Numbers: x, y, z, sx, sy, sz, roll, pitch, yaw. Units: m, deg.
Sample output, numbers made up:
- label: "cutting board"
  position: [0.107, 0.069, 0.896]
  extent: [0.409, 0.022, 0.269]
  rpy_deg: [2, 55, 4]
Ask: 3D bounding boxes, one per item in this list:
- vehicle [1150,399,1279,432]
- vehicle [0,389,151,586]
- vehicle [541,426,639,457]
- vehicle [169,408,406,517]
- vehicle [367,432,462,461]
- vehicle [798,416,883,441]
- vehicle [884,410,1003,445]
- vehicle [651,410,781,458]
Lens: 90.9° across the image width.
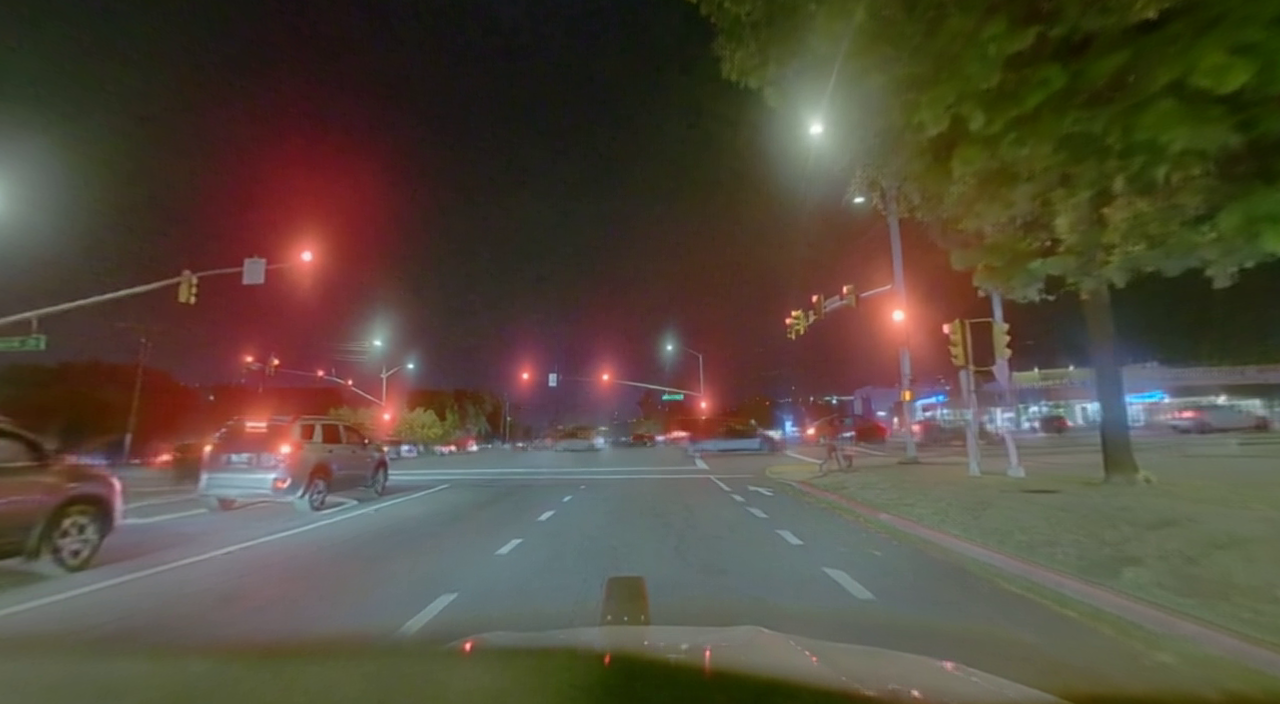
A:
- label: "vehicle"
  position: [28.442, 3.150, 30.982]
  extent: [4.836, 1.508, 1.875]
  rpy_deg: [-1, -8, 6]
- label: "vehicle"
  position: [-6.682, 1.128, 5.037]
  extent: [1.967, 1.741, 4.385]
  rpy_deg: [0, -8, 0]
- label: "vehicle"
  position: [-2.373, 4.397, 30.798]
  extent: [4.515, 1.422, 1.802]
  rpy_deg: [-1, -8, 4]
- label: "vehicle"
  position: [-6.383, 2.060, 12.232]
  extent: [1.785, 1.678, 4.729]
  rpy_deg: [-1, -8, 1]
- label: "vehicle"
  position: [-12.490, 5.267, 35.101]
  extent: [4.591, 1.525, 1.836]
  rpy_deg: [-1, -8, 6]
- label: "vehicle"
  position: [12.881, 4.952, 40.727]
  extent: [4.906, 1.485, 1.857]
  rpy_deg: [-1, -8, 7]
- label: "vehicle"
  position: [13.745, 3.467, 28.763]
  extent: [4.429, 1.489, 1.773]
  rpy_deg: [-1, -8, 6]
- label: "vehicle"
  position: [3.101, 3.422, 26.128]
  extent: [5.084, 1.824, 2.050]
  rpy_deg: [-1, -8, 6]
